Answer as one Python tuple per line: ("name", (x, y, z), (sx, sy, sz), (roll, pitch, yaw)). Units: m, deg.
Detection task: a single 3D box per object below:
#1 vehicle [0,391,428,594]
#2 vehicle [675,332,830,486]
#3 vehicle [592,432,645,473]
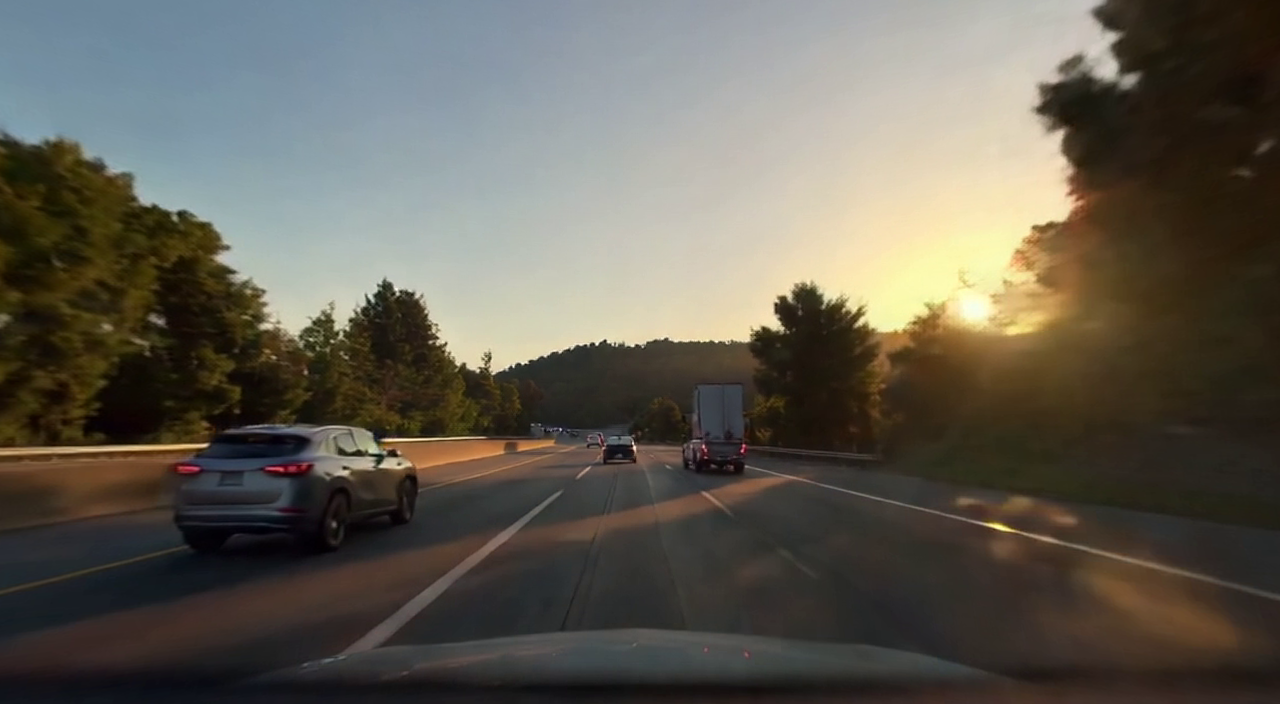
("vehicle", (-4.542, 1.519, 7.705), (2.264, 1.699, 4.648), (0, -8, 0))
("vehicle", (3.402, 2.515, 24.101), (2.946, 4.111, 14.652), (0, -8, -1))
("vehicle", (-0.874, 4.184, 26.414), (2.048, 1.563, 4.087), (0, -8, -1))
